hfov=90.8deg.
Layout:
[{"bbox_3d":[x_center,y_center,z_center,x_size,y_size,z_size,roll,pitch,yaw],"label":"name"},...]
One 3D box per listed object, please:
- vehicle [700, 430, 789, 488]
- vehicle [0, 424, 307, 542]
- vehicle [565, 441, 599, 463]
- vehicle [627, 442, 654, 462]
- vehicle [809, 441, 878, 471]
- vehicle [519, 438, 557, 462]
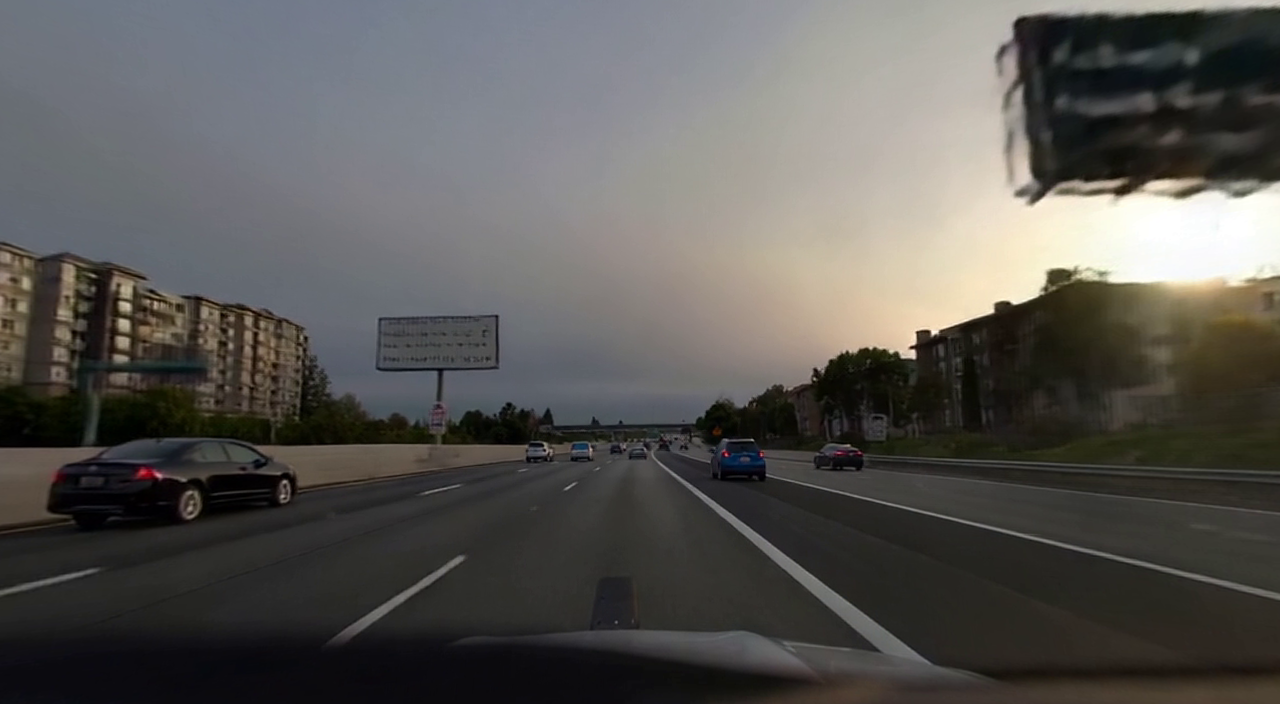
[{"bbox_3d":[3.320,3.514,20.987,2.080,1.694,4.286,0,-9,-2],"label":"vehicle"},{"bbox_3d":[-7.718,2.022,10.389,2.021,1.496,4.495,0,-9,0],"label":"vehicle"},{"bbox_3d":[-3.995,6.988,44.254,2.002,1.466,4.378,0,-9,0],"label":"vehicle"},{"bbox_3d":[0.015,7.572,48.026,1.992,1.431,4.055,0,-9,-1],"label":"vehicle"},{"bbox_3d":[10.591,5.427,33.228,2.061,1.459,4.273,0,-9,-2],"label":"vehicle"},{"bbox_3d":[-7.712,7.441,48.210,2.057,1.733,4.589,0,-9,1],"label":"vehicle"}]
